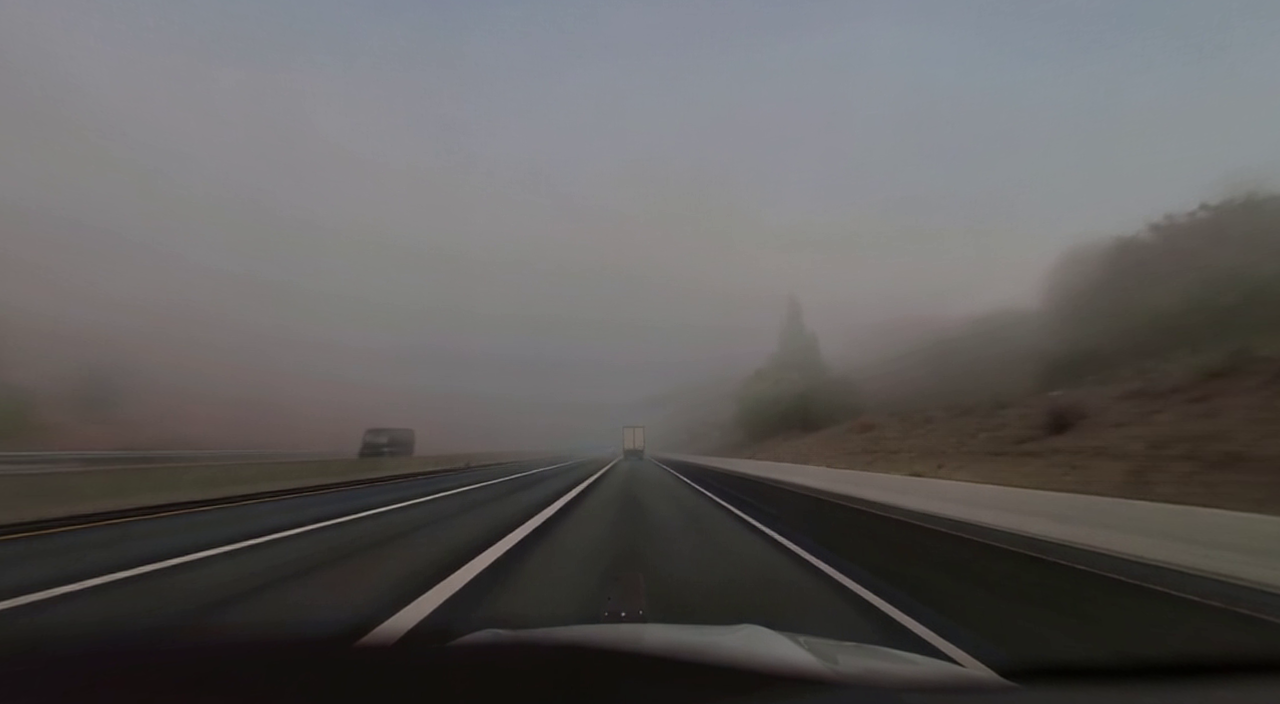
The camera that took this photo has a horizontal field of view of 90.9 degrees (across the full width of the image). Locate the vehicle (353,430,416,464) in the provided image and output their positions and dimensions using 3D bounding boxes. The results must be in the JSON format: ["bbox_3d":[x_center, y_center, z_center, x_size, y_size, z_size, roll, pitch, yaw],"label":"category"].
[{"bbox_3d":[-19.498,7.298,48.448,2.487,2.425,5.746,0,-9,-1],"label":"vehicle"}]
